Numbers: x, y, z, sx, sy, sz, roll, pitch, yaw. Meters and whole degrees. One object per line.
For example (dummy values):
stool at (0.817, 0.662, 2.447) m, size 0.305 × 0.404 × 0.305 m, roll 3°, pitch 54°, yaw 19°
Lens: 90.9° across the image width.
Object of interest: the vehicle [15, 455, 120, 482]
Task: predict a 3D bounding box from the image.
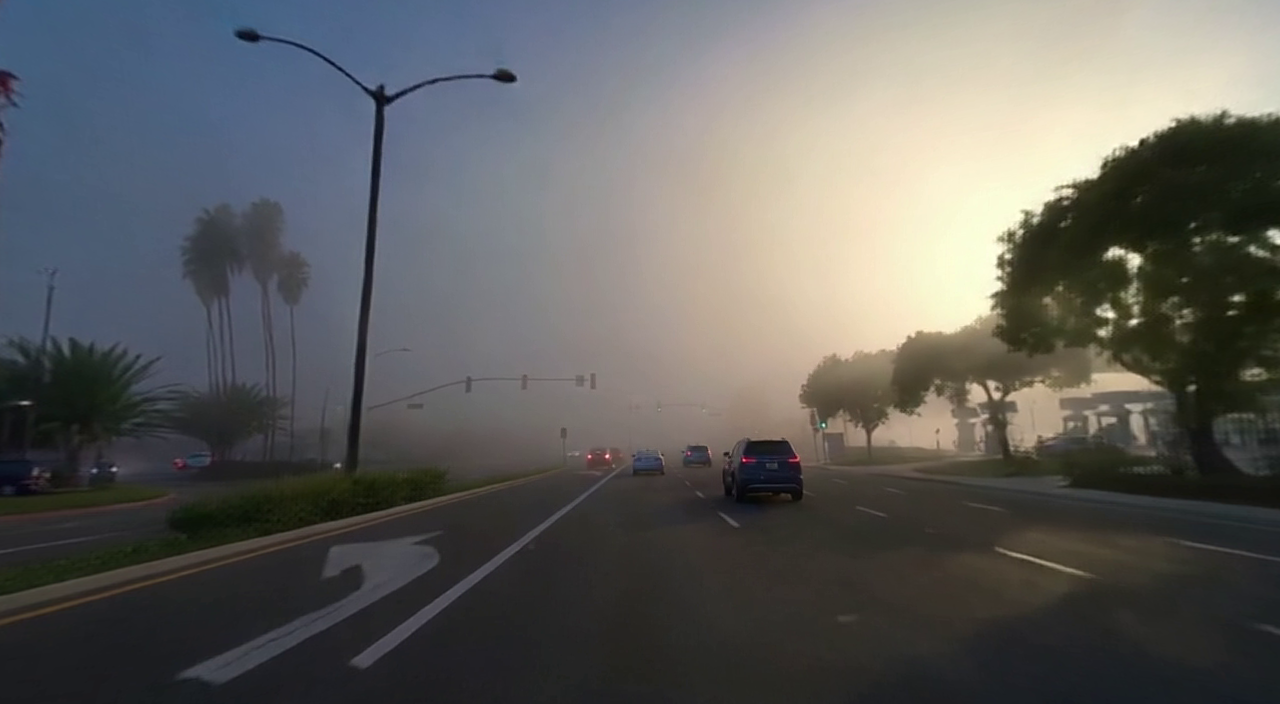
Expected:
vehicle at (-36.025, 7.305, 39.733) m, size 4.667 × 1.620 × 2.004 m, roll 0°, pitch -8°, yaw 2°

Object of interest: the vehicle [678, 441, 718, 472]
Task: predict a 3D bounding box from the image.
vehicle at (3.803, 6.934, 42.098) m, size 2.154 × 1.975 × 4.634 m, roll 0°, pitch -8°, yaw -1°

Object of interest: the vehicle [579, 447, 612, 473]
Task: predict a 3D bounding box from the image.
vehicle at (-2.800, 6.948, 40.801) m, size 1.788 × 1.600 × 4.298 m, roll 0°, pitch -8°, yaw 1°

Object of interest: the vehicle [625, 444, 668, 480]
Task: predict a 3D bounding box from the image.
vehicle at (0.310, 5.428, 31.328) m, size 1.991 × 1.664 × 3.814 m, roll 0°, pitch -8°, yaw 0°

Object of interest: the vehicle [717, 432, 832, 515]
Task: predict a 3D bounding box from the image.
vehicle at (3.118, 2.881, 15.446) m, size 1.872 × 1.752 × 3.896 m, roll 0°, pitch -8°, yaw -1°
